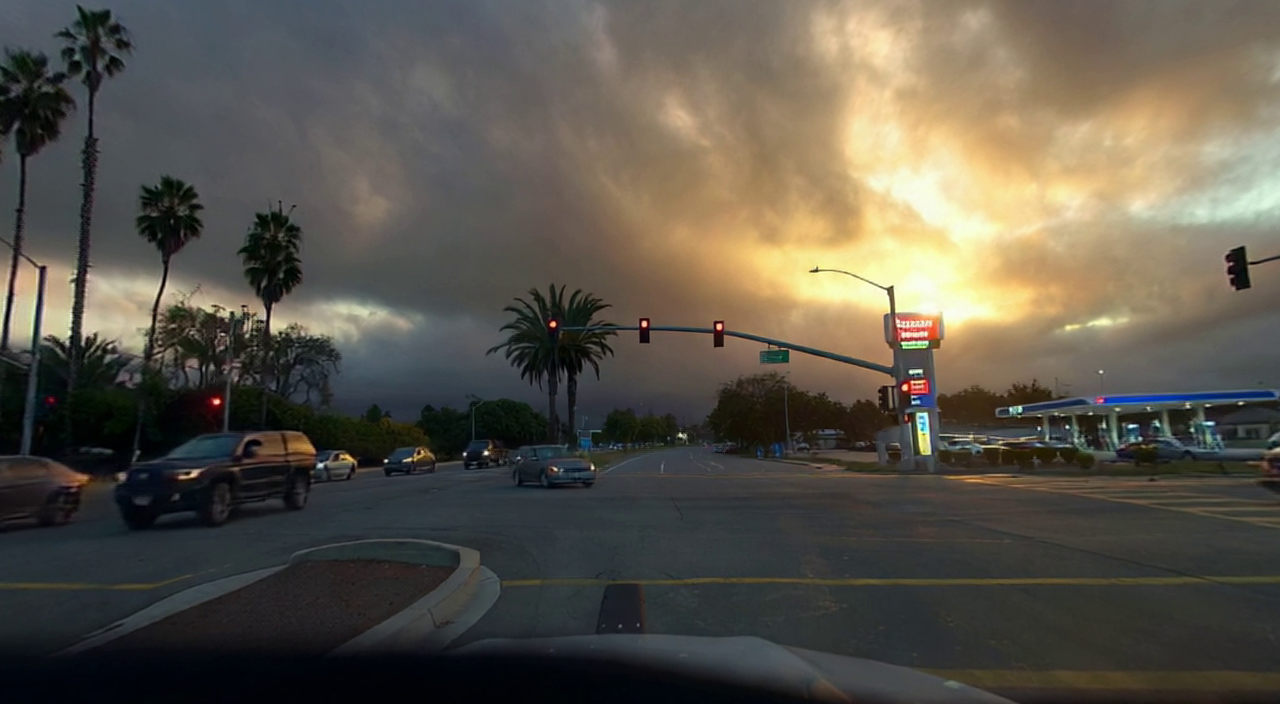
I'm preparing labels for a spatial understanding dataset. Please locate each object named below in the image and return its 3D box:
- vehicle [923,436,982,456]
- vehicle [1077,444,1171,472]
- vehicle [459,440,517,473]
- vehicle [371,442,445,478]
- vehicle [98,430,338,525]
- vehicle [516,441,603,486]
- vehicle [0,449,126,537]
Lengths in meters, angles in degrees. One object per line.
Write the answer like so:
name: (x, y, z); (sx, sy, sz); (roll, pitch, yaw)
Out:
vehicle: (22.550, 6.770, 45.661); (3.356, 1.395, 1.559); (0, -9, -1)
vehicle: (24.270, 5.304, 31.739); (3.474, 1.376, 1.538); (0, -9, -2)
vehicle: (-8.526, 5.911, 35.950); (2.124, 1.701, 4.551); (0, -9, 1)
vehicle: (-11.856, 5.531, 32.657); (1.973, 1.712, 4.872); (0, -9, 0)
vehicle: (-8.489, 2.552, 13.329); (2.156, 1.662, 4.186); (0, -9, 0)
vehicle: (-3.089, 4.068, 23.360); (1.983, 1.464, 4.579); (4, -9, -23)
vehicle: (-11.768, 2.423, 10.926); (1.966, 1.455, 4.493); (0, -9, -1)
